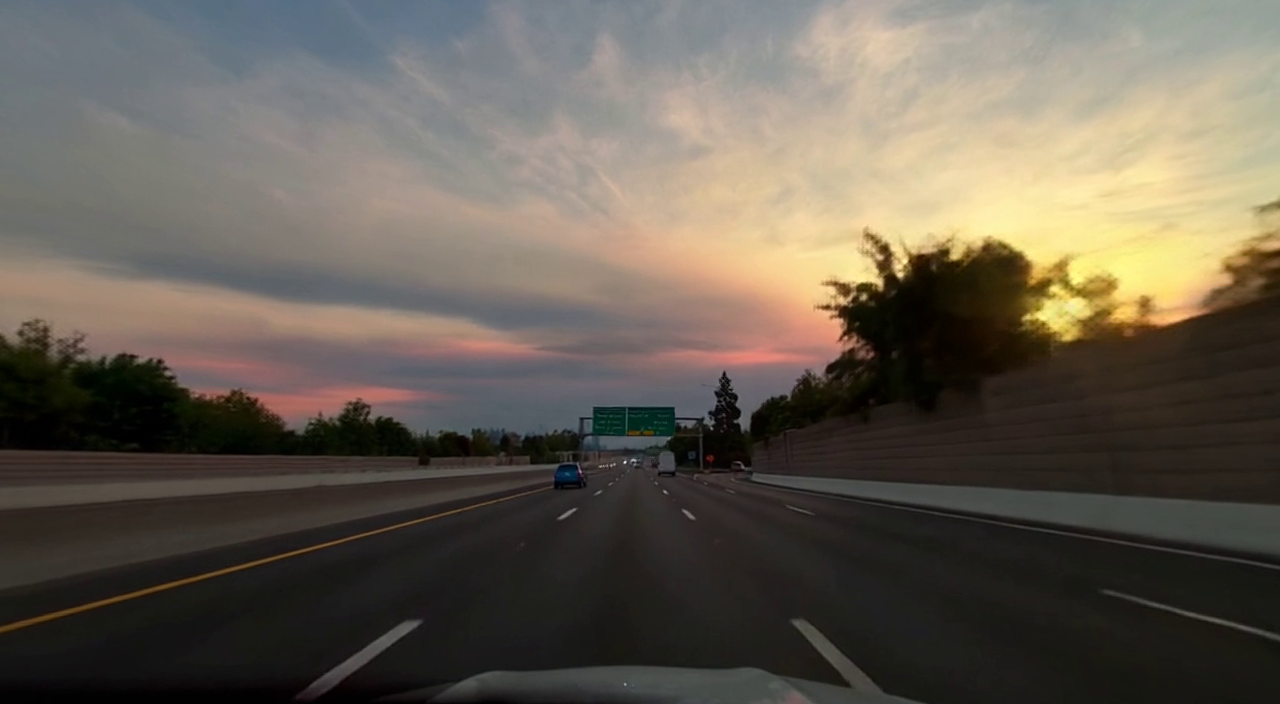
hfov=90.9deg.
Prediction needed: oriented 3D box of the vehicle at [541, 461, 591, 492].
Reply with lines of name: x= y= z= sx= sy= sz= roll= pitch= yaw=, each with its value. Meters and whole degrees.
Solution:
vehicle: x=-3.877 y=6.629 z=33.652 sx=2.045 sy=1.487 sz=4.582 roll=1 pitch=-10 yaw=1
